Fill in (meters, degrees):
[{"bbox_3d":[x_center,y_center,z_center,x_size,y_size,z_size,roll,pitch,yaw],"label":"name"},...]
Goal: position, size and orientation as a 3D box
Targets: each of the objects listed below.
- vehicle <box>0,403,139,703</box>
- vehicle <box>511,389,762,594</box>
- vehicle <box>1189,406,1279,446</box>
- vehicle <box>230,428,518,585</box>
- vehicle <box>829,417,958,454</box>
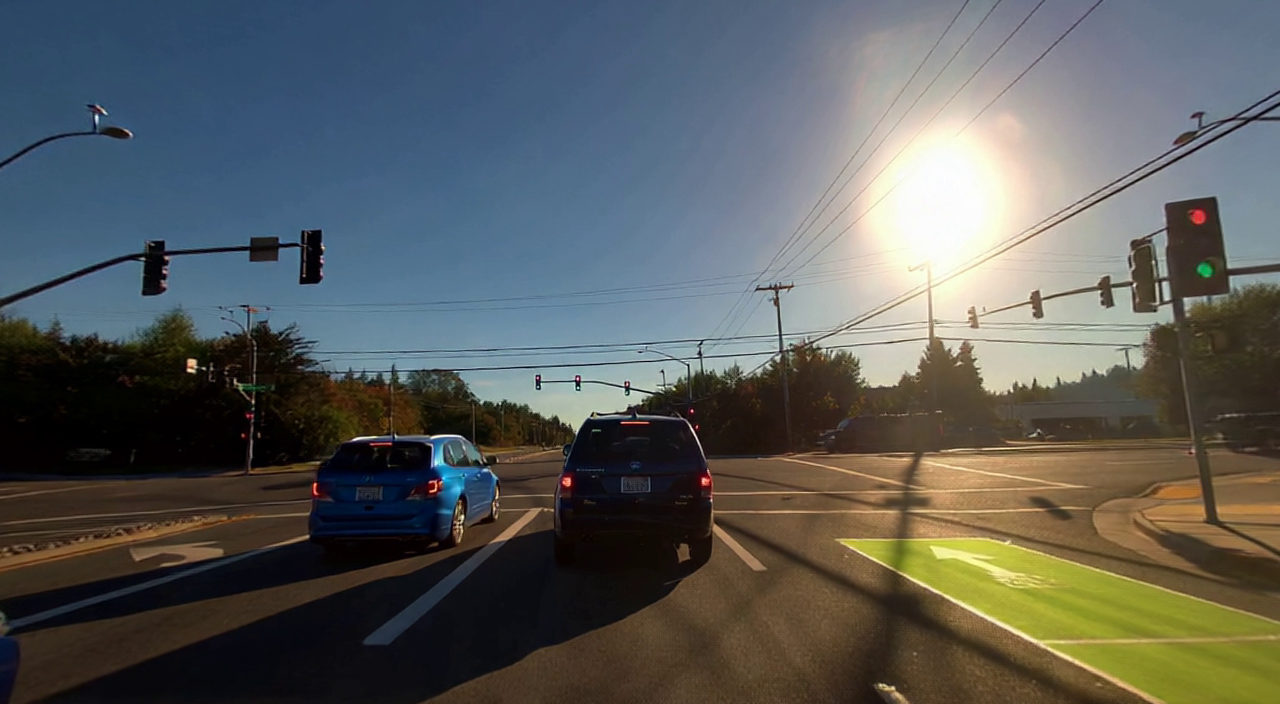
[{"bbox_3d":[-3.350,0.660,0.442,1.928,1.488,4.936,0,-8,0],"label":"vehicle"},{"bbox_3d":[-0.062,1.512,7.598,2.182,1.773,4.041,0,-8,-1],"label":"vehicle"},{"bbox_3d":[27.208,3.202,27.195,4.977,1.648,2.088,-1,-8,5],"label":"vehicle"},{"bbox_3d":[-2.933,1.766,8.002,1.969,1.486,3.702,0,-8,1],"label":"vehicle"},{"bbox_3d":[13.836,4.603,34.823,6.143,1.944,2.229,-1,-8,5],"label":"vehicle"}]
